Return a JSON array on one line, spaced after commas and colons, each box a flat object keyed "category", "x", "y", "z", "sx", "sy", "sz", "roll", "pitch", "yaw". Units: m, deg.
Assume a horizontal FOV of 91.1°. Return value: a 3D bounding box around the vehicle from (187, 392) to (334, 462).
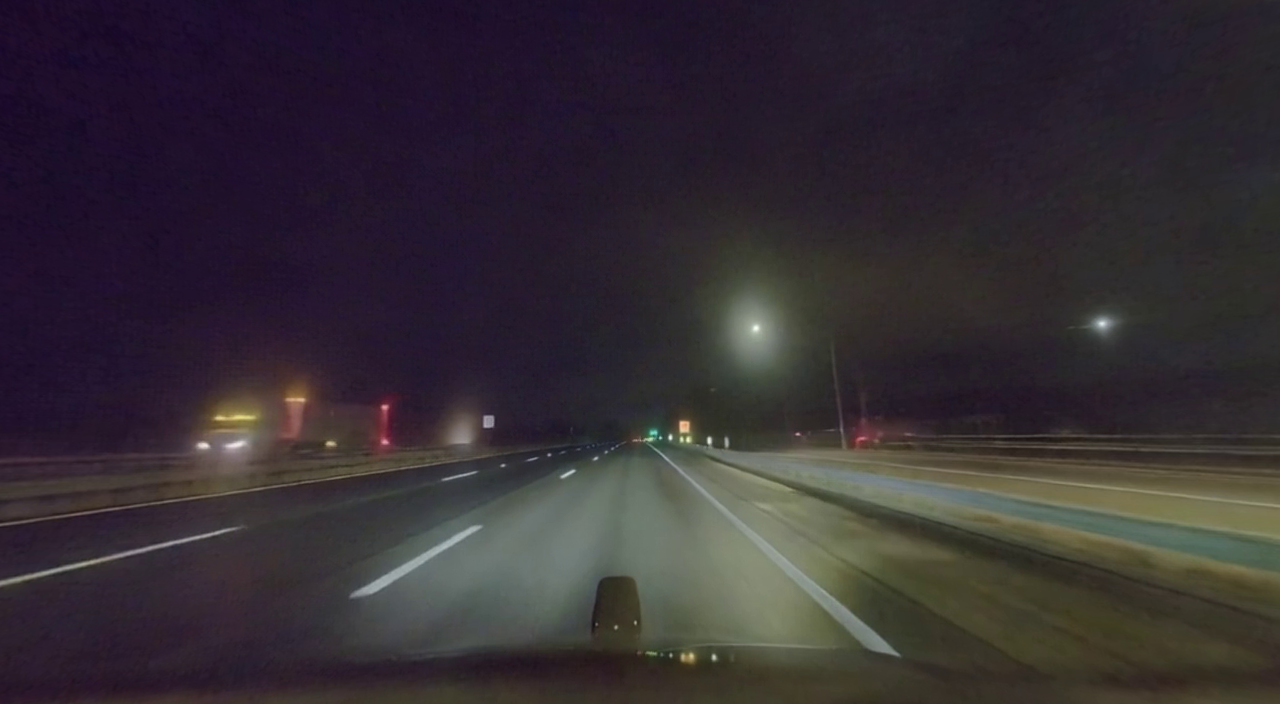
[{"category": "vehicle", "x": -23.587, "y": 4.866, "z": 40.072, "sx": 3.046, "sy": 3.856, "sz": 10.186, "roll": 0, "pitch": -8, "yaw": -1}]
